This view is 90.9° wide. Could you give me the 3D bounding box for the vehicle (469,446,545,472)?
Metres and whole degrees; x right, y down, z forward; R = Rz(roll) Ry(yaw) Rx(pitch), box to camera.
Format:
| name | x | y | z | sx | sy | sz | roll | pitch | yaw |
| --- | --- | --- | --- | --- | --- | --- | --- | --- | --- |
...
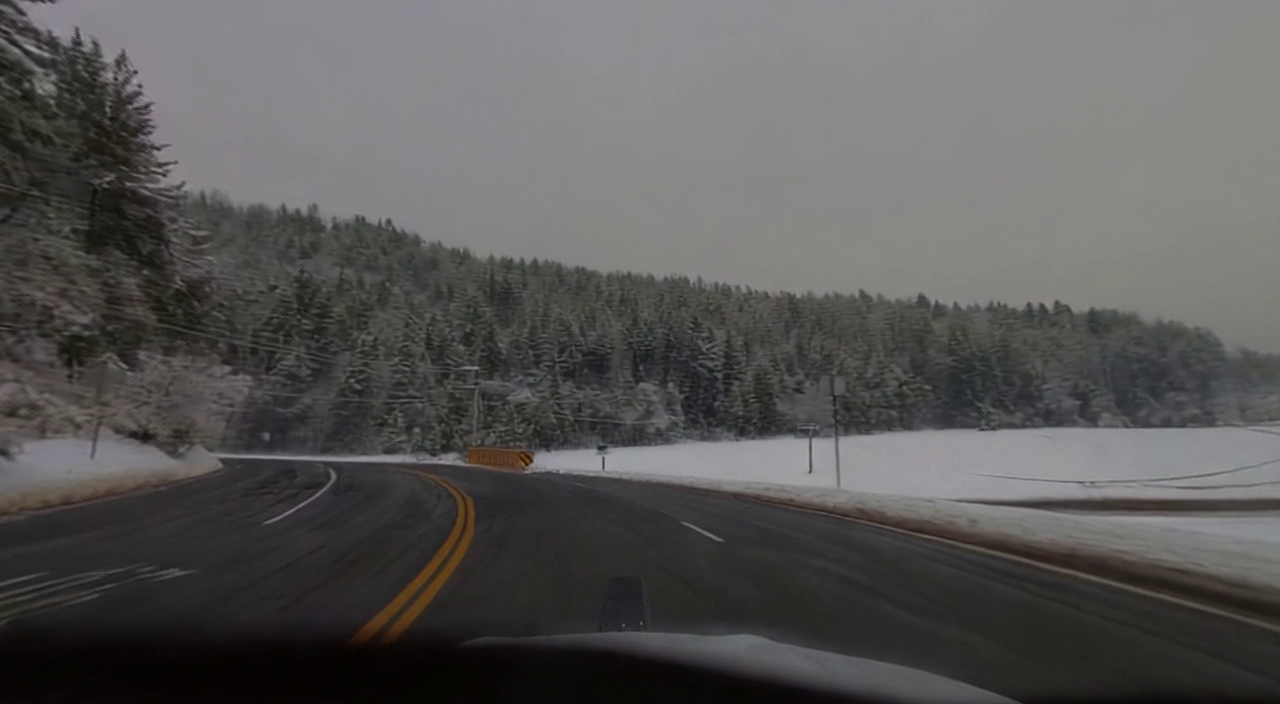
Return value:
| name | x | y | z | sx | sy | sz | roll | pitch | yaw |
| --- | --- | --- | --- | --- | --- | --- | --- | --- | --- |
| vehicle | -9.060 | 7.298 | 43.211 | 4.612 | 1.612 | 2.042 | 7 | -11 | -41 |
